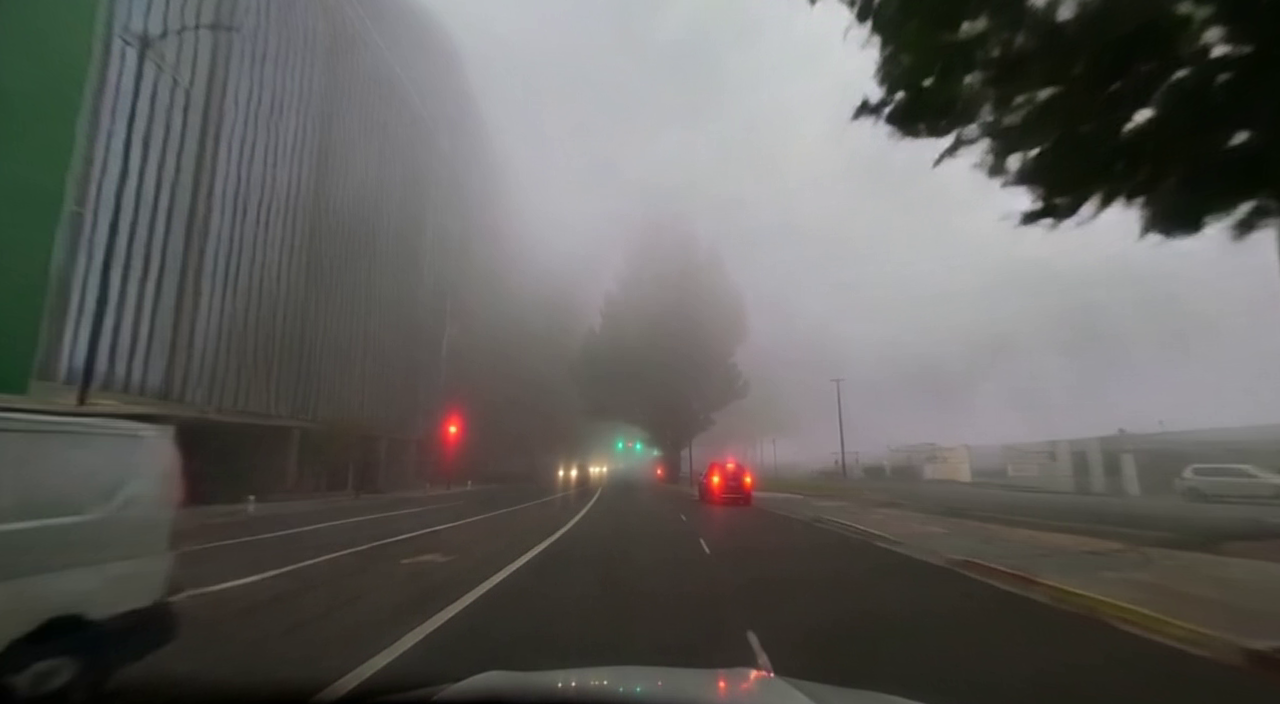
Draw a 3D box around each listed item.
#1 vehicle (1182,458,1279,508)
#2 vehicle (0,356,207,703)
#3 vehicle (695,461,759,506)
[{"bbox_3d":[17.805,3.734,18.142,2.767,1.307,1.673,-1,-10,2],"label":"vehicle"},{"bbox_3d":[-3.554,0.678,1.523,1.956,1.680,4.126,1,-10,1],"label":"vehicle"},{"bbox_3d":[3.152,4.845,23.493,1.899,1.470,3.666,1,-10,0],"label":"vehicle"}]
